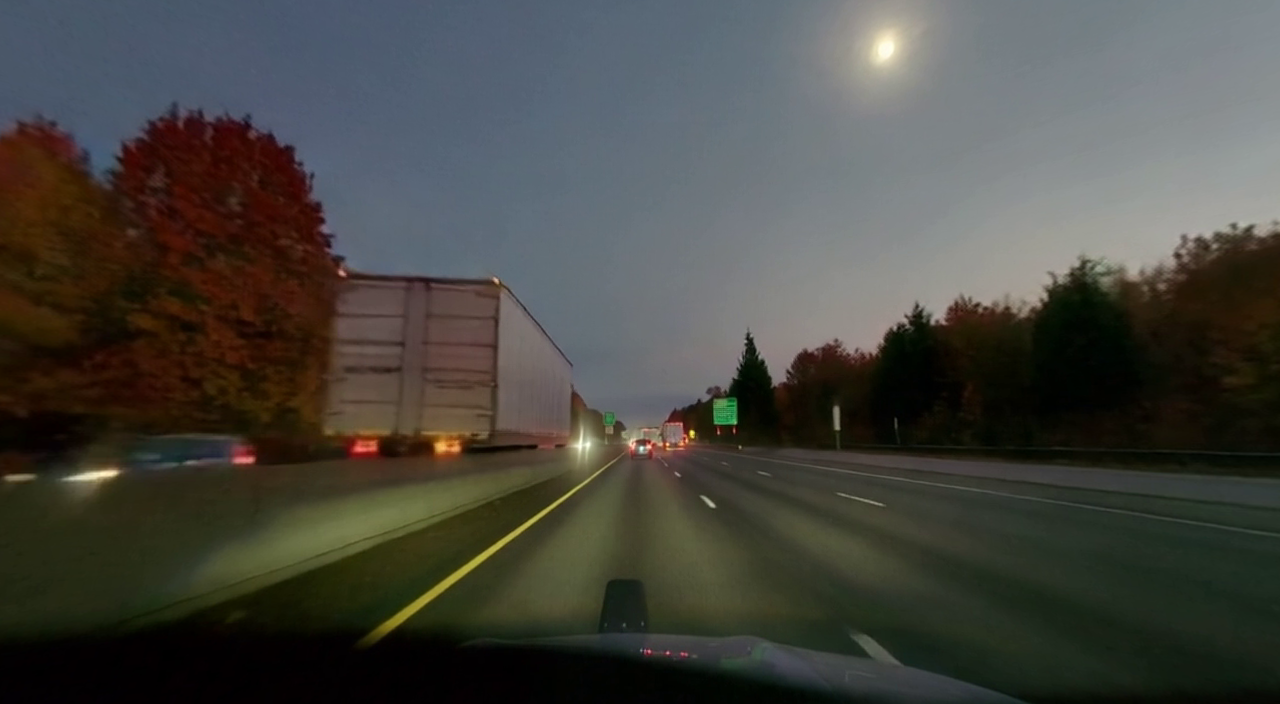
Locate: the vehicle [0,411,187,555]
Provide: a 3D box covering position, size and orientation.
[{"bbox_3d":[-8.292,1.601,7.902,1.974,1.631,4.232,0,-8,0],"label":"vehicle"}]

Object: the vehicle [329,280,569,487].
[{"bbox_3d":[-4.207,1.378,17.598,3.120,3.936,11.480,0,-8,0],"label":"vehicle"}]

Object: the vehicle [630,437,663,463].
[{"bbox_3d":[0.395,6.108,39.367,1.924,1.498,3.817,0,-8,0],"label":"vehicle"}]
